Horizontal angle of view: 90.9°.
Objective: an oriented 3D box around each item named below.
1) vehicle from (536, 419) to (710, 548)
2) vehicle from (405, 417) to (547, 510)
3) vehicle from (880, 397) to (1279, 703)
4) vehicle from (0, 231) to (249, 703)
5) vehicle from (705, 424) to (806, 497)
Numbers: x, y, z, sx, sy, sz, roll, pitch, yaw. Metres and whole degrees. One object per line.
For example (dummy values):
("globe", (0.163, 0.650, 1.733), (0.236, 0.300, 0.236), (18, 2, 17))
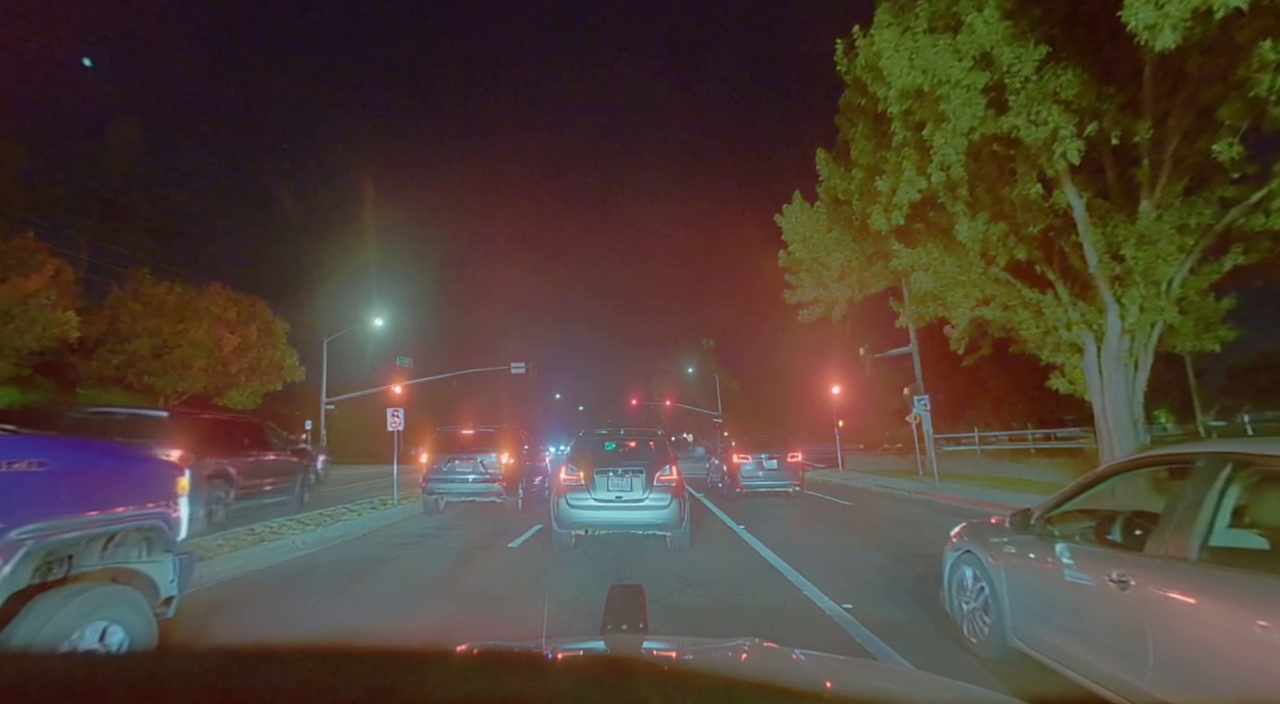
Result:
("vehicle", (-0.223, 1.938, 9.890), (2.194, 1.607, 3.690), (0, -8, 0))
("vehicle", (-3.637, 2.572, 14.979), (2.089, 1.857, 4.488), (0, -8, 1))
("vehicle", (3.013, 1.033, 3.019), (1.874, 1.477, 4.698), (0, -8, 0))
("vehicle", (-3.469, 0.374, 0.444), (2.656, 2.021, 5.800), (0, -8, 0))
("vehicle", (3.184, 3.114, 18.434), (2.102, 1.841, 4.587), (0, -8, 0))
